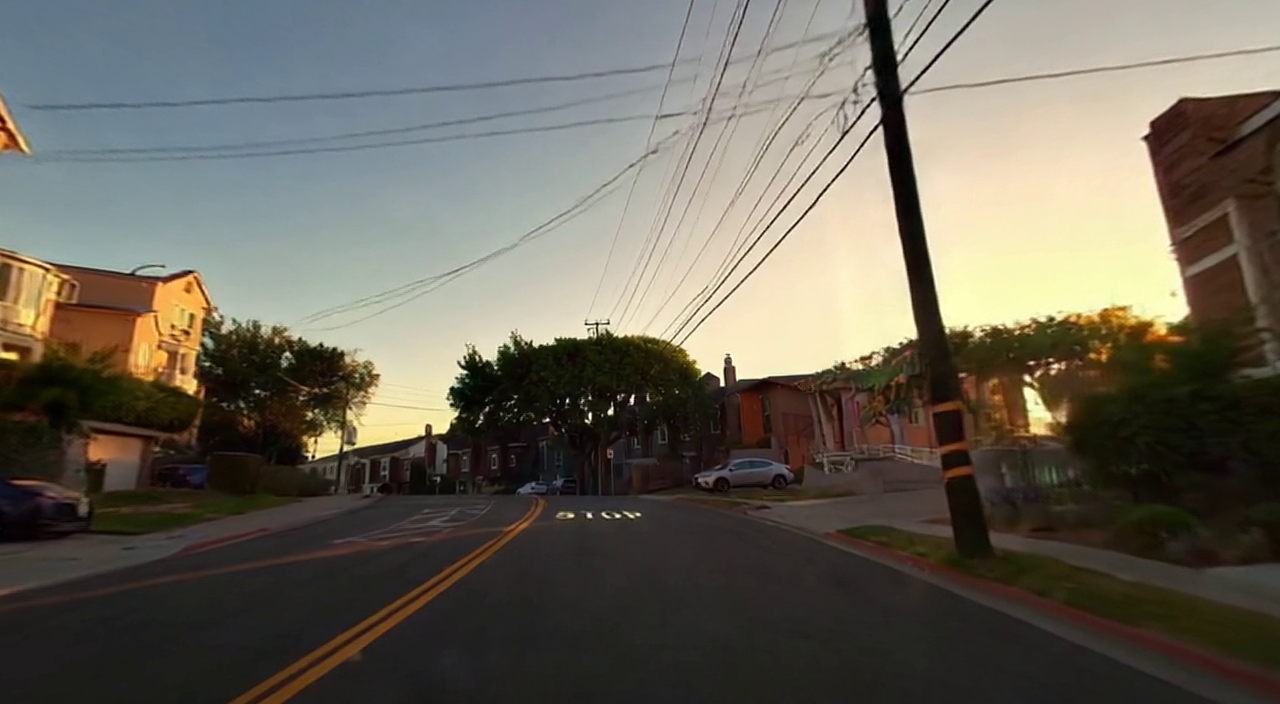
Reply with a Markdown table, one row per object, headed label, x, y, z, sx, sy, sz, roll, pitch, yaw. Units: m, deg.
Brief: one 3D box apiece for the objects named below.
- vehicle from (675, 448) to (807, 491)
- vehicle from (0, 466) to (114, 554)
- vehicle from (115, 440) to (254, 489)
| label | x | y | z | sx | sy | sz | roll | pitch | yaw |
| --- | --- | --- | --- | --- | --- | --- | --- | --- | --- |
| vehicle | 4.656 | 5.458 | 29.422 | 5.578 | 1.842 | 2.300 | 3 | -10 | -12 |
| vehicle | -13.400 | 3.069 | 12.524 | 4.146 | 1.535 | 1.862 | 0 | -9 | -3 |
| vehicle | -21.144 | 5.331 | 29.697 | 4.942 | 1.912 | 2.121 | 6 | -19 | -29 |
